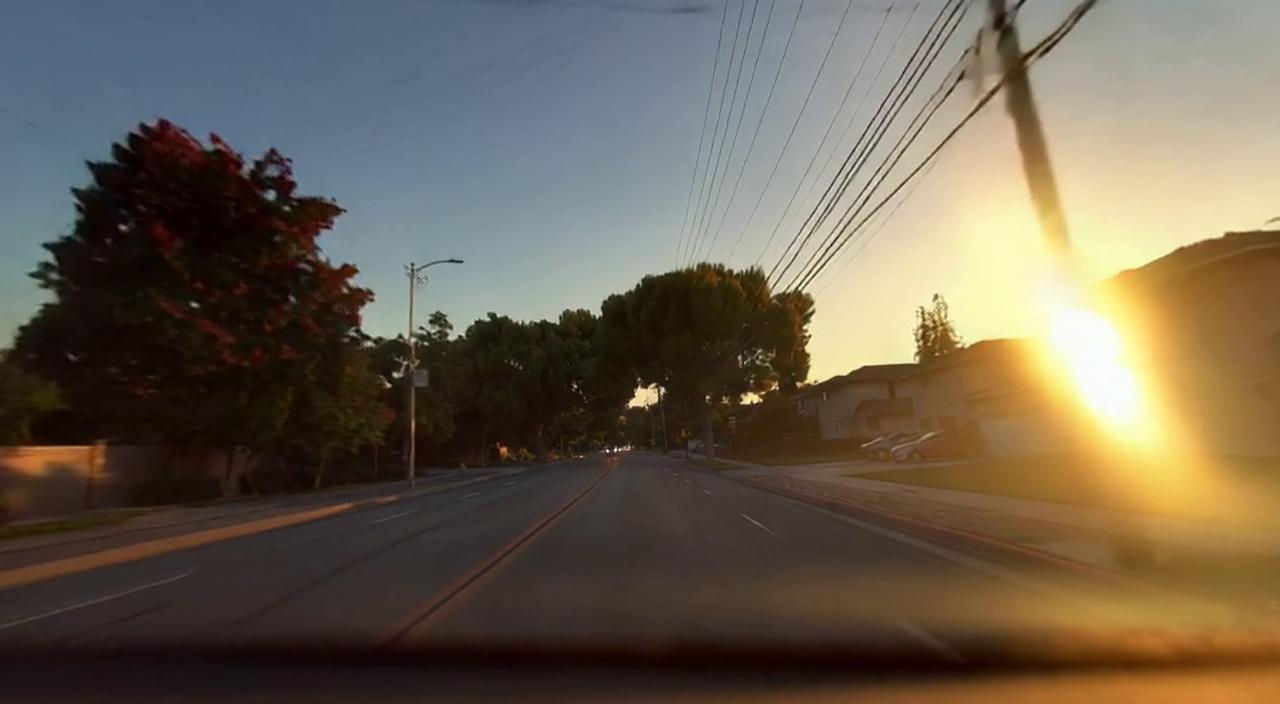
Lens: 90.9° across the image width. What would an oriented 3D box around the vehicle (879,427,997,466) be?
[{"bbox_3d":[14.037,4.479,29.862,4.512,1.701,2.017,-1,-8,-2],"label":"vehicle"}]
